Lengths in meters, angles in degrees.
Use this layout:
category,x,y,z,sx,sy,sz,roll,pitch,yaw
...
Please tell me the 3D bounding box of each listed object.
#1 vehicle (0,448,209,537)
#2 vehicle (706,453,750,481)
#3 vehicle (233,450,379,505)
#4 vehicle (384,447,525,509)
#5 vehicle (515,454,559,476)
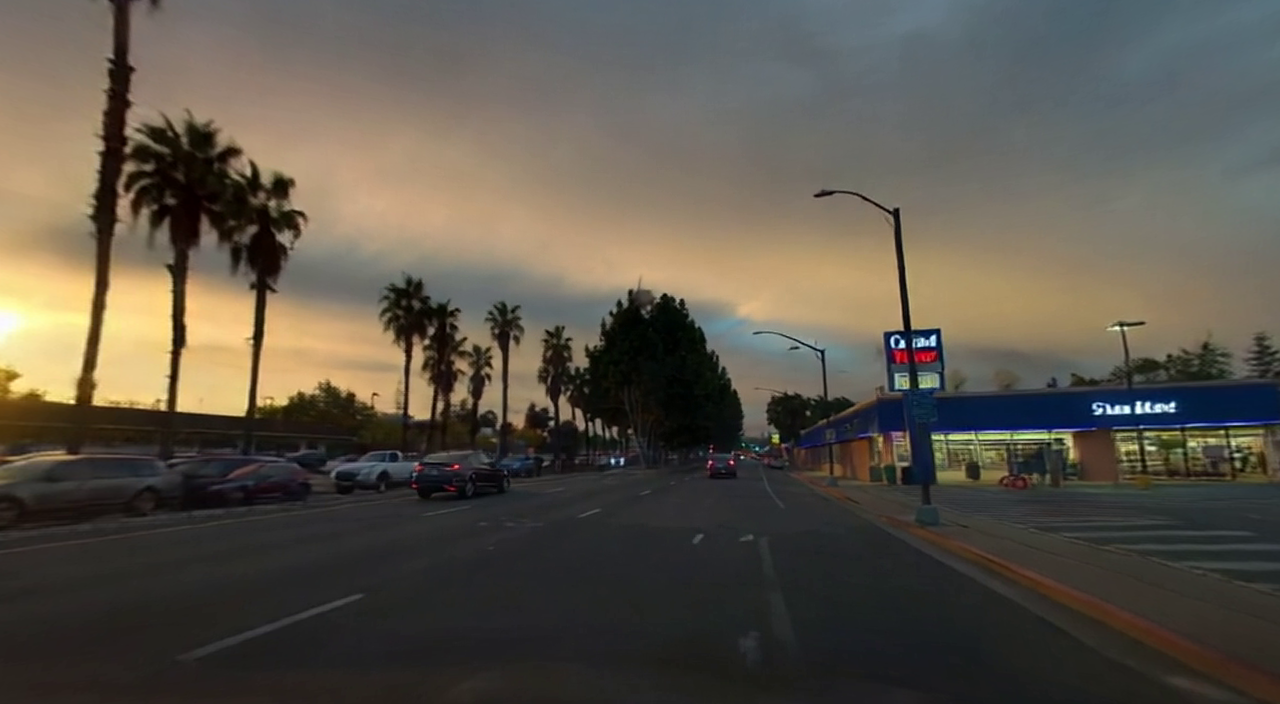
category,x,y,z,sx,sy,sz,roll,pitch,yaw
vehicle,-11.405,2.680,12.648,1.837,1.468,4.389,-1,-9,11
vehicle,5.194,6.619,36.528,2.139,1.461,4.918,-2,-9,12
vehicle,-10.231,3.833,19.694,1.776,1.448,4.137,-1,-9,10
vehicle,-5.148,3.533,18.275,2.090,1.520,4.452,-1,-9,10
vehicle,-7.996,8.811,49.316,1.874,1.488,4.612,-1,-9,11
